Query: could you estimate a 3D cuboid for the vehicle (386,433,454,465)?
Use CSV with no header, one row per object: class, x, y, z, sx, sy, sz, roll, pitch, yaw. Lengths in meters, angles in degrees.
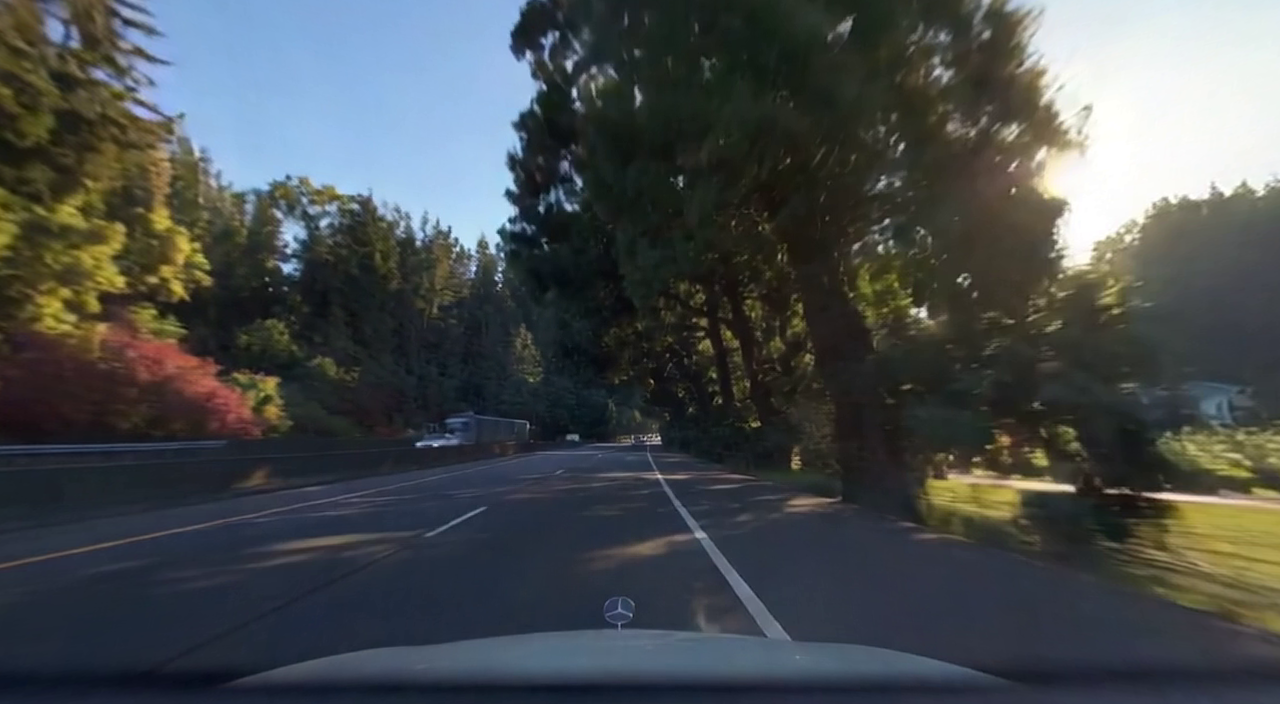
vehicle,-11.150,4.942,32.146,1.857,1.497,4.398,0,-8,0
